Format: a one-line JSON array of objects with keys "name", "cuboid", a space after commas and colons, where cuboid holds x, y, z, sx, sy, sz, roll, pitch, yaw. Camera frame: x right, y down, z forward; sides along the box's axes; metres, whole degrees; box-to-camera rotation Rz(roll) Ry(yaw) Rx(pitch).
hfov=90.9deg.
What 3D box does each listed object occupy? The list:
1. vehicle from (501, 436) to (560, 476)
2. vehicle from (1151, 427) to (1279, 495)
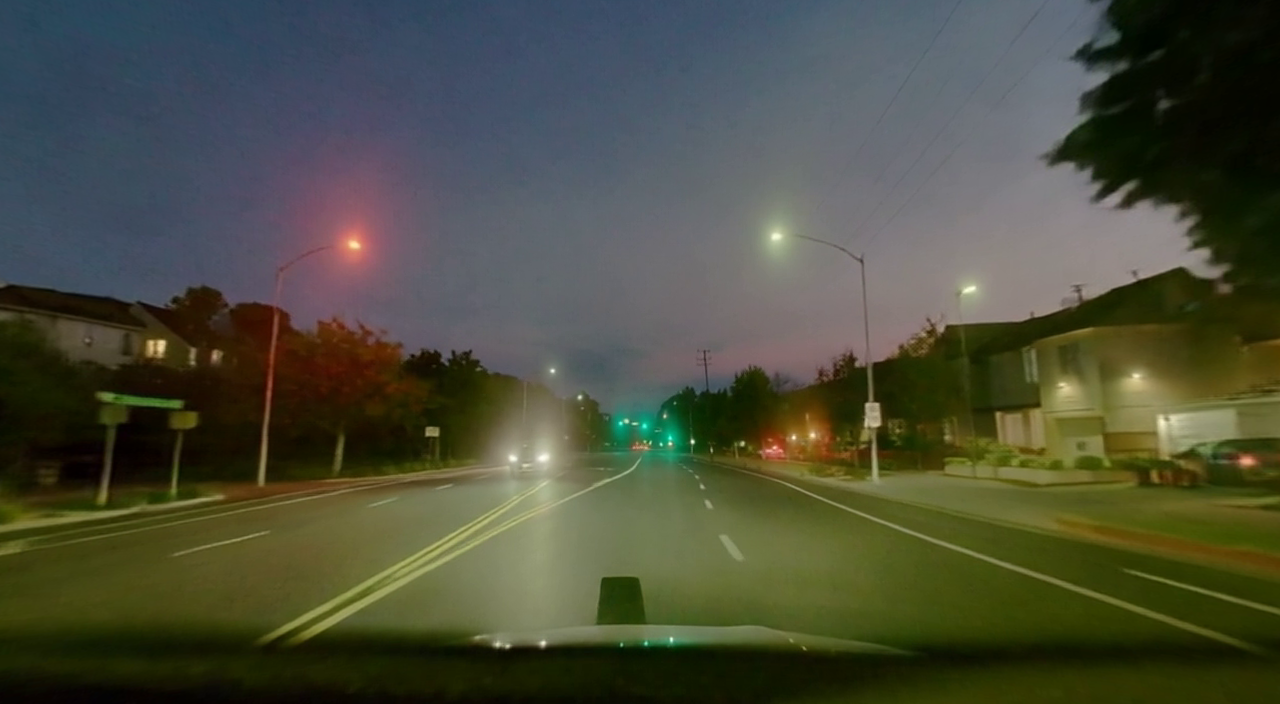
[{"name": "vehicle", "cuboid": [-5.210, 5.037, 30.640, 2.128, 1.753, 4.516, 0, -9, -1]}, {"name": "vehicle", "cuboid": [15.635, 2.682, 15.702, 1.901, 1.547, 4.411, 0, -9, -4]}]
